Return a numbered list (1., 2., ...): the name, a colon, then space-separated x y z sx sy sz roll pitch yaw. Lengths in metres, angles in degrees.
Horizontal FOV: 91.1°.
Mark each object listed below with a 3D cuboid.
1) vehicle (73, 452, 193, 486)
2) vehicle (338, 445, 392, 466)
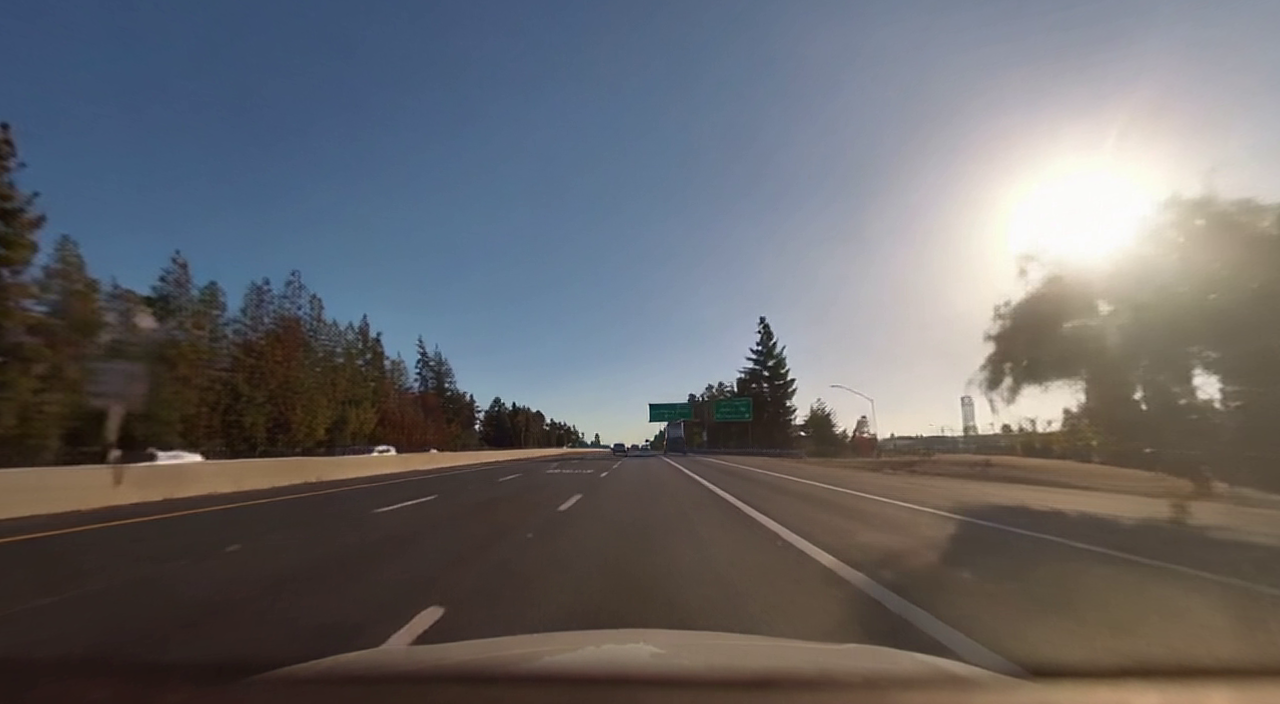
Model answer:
1. vehicle: -24.462 5.640 30.558 1.862 1.445 4.694 0 -8 1
2. vehicle: -20.875 7.858 47.814 2.001 1.528 4.616 0 -8 1
